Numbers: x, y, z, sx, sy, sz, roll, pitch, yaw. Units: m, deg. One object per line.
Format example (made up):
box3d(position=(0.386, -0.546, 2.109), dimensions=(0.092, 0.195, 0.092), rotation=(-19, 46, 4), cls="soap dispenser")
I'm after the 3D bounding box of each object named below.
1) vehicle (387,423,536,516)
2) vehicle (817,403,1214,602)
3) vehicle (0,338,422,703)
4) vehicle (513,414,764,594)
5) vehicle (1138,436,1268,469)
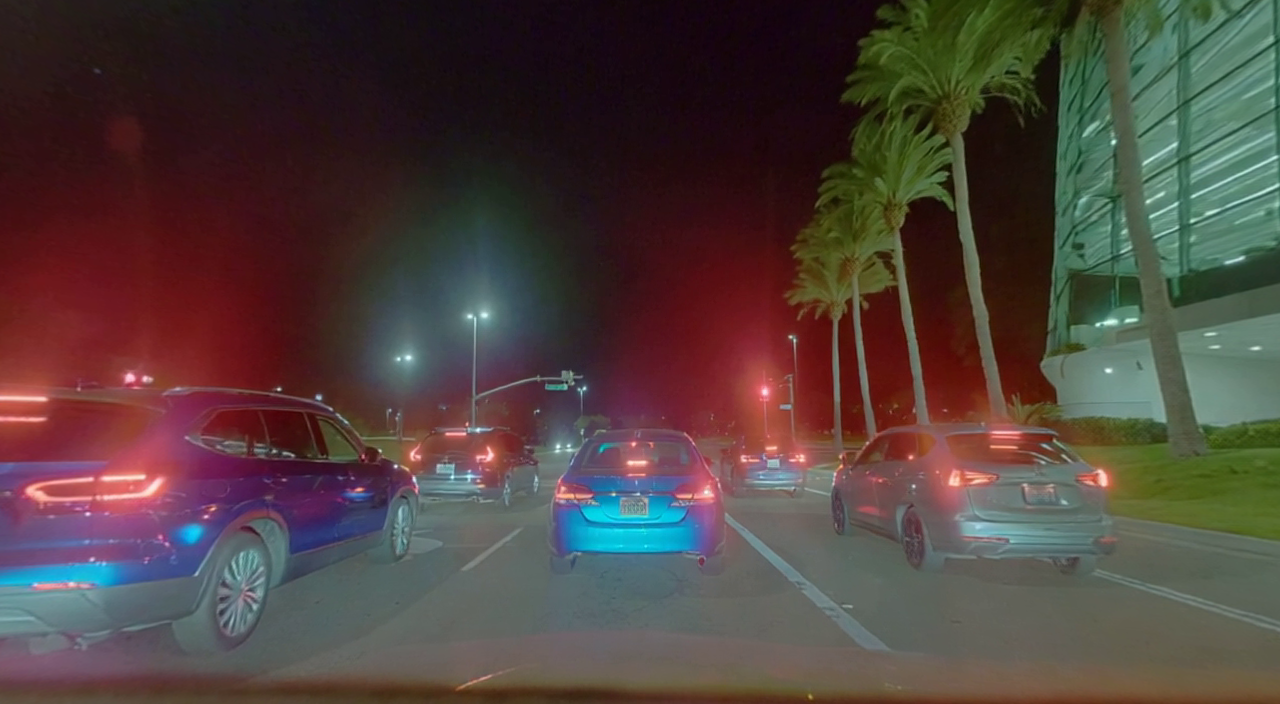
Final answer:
box3d(position=(-3.467, 2.352, 13.073), dimensions=(1.917, 1.631, 3.768), rotation=(0, -8, 1), cls="vehicle")
box3d(position=(3.842, 1.615, 7.675), dimensions=(2.064, 1.696, 4.431), rotation=(0, -8, 0), cls="vehicle")
box3d(position=(-3.537, 1.133, 5.074), dimensions=(2.014, 1.775, 4.404), rotation=(0, -8, -1), cls="vehicle")
box3d(position=(-0.053, 1.674, 7.835), dimensions=(2.219, 1.586, 4.321), rotation=(0, -8, -1), cls="vehicle")
box3d(position=(25.465, 4.541, 28.634), dimensions=(4.014, 1.417, 1.777), rotation=(-1, -8, 5), cls="vehicle")
